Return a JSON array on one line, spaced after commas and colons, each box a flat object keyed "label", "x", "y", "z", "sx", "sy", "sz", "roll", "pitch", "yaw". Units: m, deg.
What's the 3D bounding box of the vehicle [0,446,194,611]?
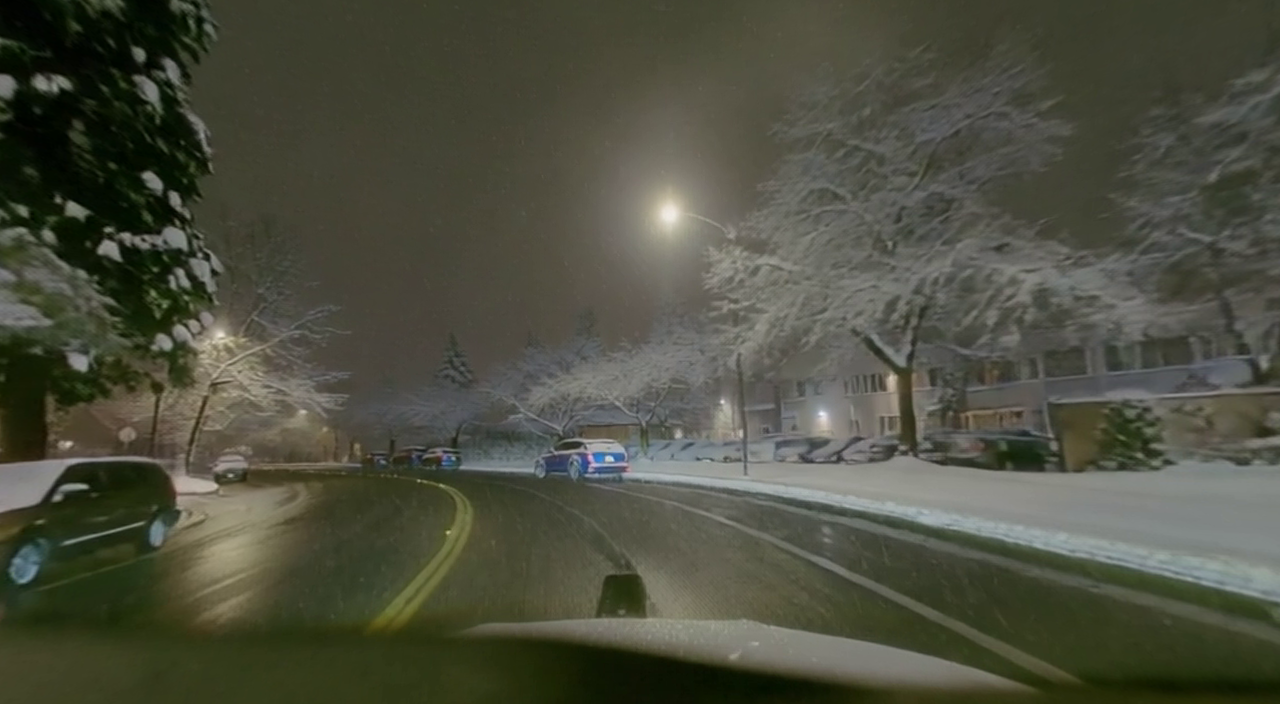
[{"label": "vehicle", "x": -8.436, "y": 2.244, "z": 8.512, "sx": 2.206, "sy": 1.537, "sz": 4.946, "roll": -2, "pitch": -5, "yaw": -13}]

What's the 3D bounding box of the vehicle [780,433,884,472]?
[{"label": "vehicle", "x": 8.213, "y": 4.256, "z": 26.885, "sx": 4.225, "sy": 1.517, "sz": 2.036, "roll": 6, "pitch": -11, "yaw": -36}]

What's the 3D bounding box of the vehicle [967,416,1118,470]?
[{"label": "vehicle", "x": 13.298, "y": 3.003, "z": 20.777, "sx": 5.110, "sy": 1.570, "sz": 2.206, "roll": 6, "pitch": -10, "yaw": -34}]

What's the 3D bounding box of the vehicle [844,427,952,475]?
[{"label": "vehicle", "x": 10.293, "y": 3.903, "z": 25.102, "sx": 4.243, "sy": 1.470, "sz": 2.010, "roll": 1, "pitch": -9, "yaw": -38}]

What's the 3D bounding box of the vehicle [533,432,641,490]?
[{"label": "vehicle", "x": -2.184, "y": 4.056, "z": 24.260, "sx": 2.042, "sy": 1.817, "sz": 5.202, "roll": 4, "pitch": -7, "yaw": -30}]

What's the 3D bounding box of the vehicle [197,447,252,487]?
[{"label": "vehicle", "x": -23.223, "y": 6.331, "z": 35.195, "sx": 2.154, "sy": 1.870, "sz": 5.118, "roll": 3, "pitch": -8, "yaw": -37}]

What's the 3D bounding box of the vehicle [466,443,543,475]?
[{"label": "vehicle", "x": -7.125, "y": 5.513, "z": 32.830, "sx": 2.053, "sy": 1.519, "sz": 4.611, "roll": 6, "pitch": -11, "yaw": -37}]

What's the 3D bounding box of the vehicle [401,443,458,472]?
[{"label": "vehicle", "x": -14.022, "y": 6.951, "z": 41.867, "sx": 2.055, "sy": 1.731, "sz": 4.686, "roll": 6, "pitch": -11, "yaw": -37}]

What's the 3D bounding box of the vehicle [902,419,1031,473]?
[{"label": "vehicle", "x": 11.804, "y": 3.333, "z": 22.822, "sx": 4.372, "sy": 1.723, "sz": 2.229, "roll": 4, "pitch": -9, "yaw": -34}]
